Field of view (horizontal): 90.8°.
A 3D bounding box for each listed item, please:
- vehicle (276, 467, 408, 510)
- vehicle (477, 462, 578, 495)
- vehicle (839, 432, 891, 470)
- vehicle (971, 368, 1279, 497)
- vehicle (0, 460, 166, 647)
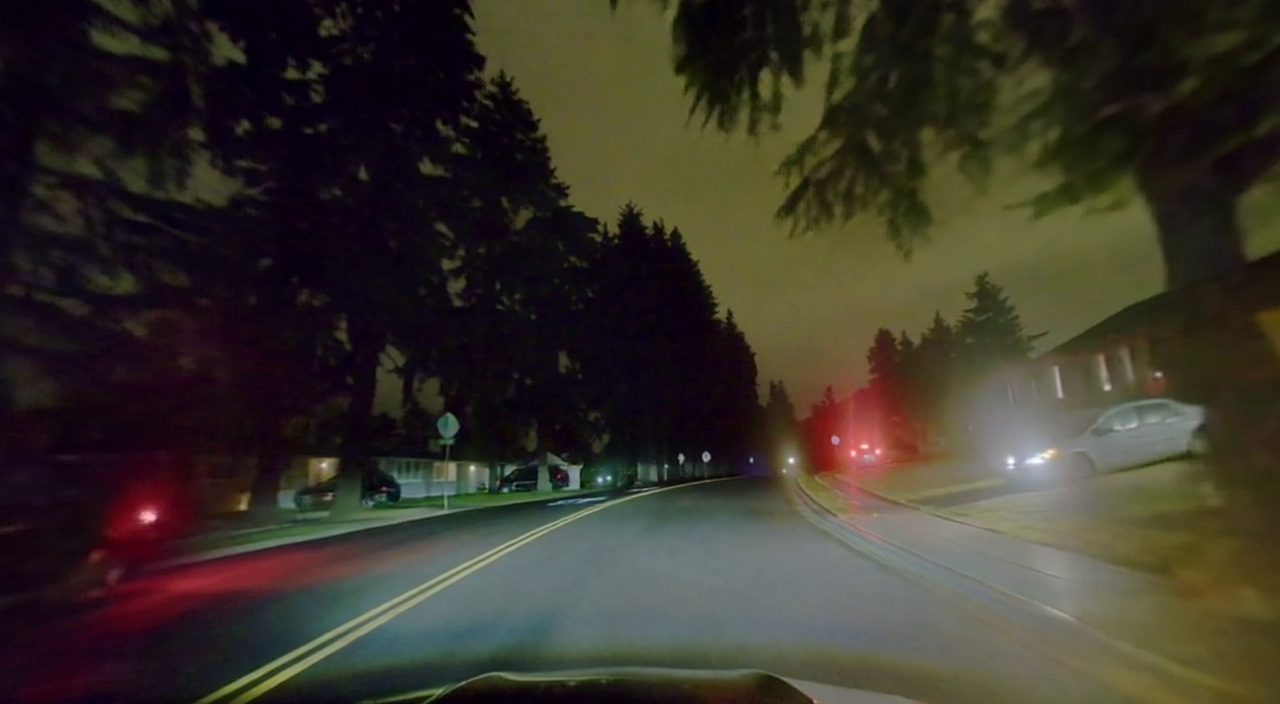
[{"bbox_3d":[-11.503,5.281,24.570,4.175,1.492,1.845,-1,-9,-1],"label":"vehicle"},{"bbox_3d":[-6.896,7.834,39.038,5.643,1.759,2.110,-1,-19,7],"label":"vehicle"},{"bbox_3d":[12.144,5.338,34.417,2.163,1.885,4.804,-3,-8,14],"label":"vehicle"},{"bbox_3d":[9.497,1.610,12.320,4.740,1.638,2.018,-4,-24,-3],"label":"vehicle"},{"bbox_3d":[-6.647,1.649,5.193,1.963,1.539,4.210,-3,-22,3],"label":"vehicle"}]
